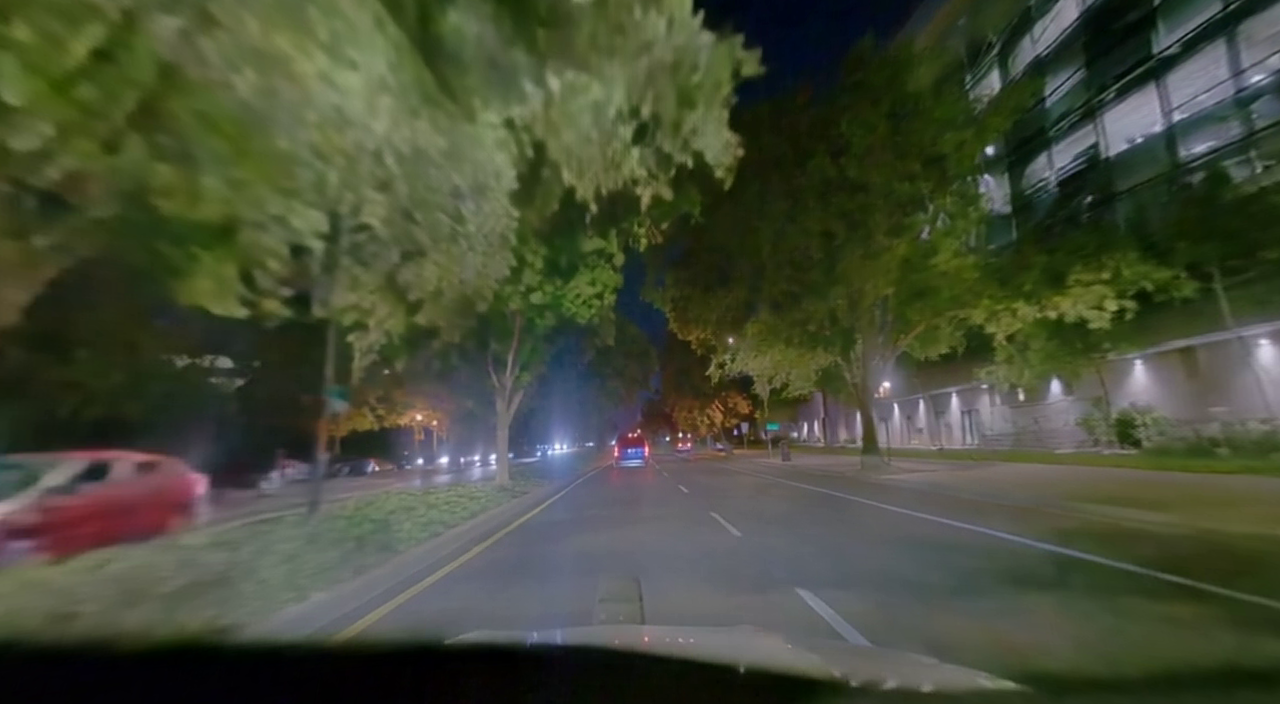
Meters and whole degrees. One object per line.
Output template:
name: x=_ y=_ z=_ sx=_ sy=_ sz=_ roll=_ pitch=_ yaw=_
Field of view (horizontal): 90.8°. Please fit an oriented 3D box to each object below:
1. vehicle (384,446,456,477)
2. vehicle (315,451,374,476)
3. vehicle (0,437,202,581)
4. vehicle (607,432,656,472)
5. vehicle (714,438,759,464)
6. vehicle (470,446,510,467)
vehicle: x=-11.391 y=5.692 z=33.106 sx=2.013 sy=1.460 sz=4.902 roll=0 pitch=-9 yaw=0
vehicle: x=-18.502 y=6.981 z=39.776 sx=1.796 sy=1.499 sz=4.068 roll=0 pitch=-9 yaw=-1
vehicle: x=-7.634 y=1.748 z=7.330 sx=1.964 sy=1.478 sz=4.368 roll=0 pitch=-9 yaw=0
vehicle: x=-0.450 y=5.334 z=33.879 sx=2.411 sy=1.937 sz=5.186 roll=0 pitch=-9 yaw=-1
vehicle: x=6.926 y=7.200 z=45.933 sx=2.364 sy=1.781 sz=4.854 roll=0 pitch=-9 yaw=-1
vehicle: x=-10.732 y=7.495 z=45.475 sx=1.950 sy=1.438 sz=4.343 roll=0 pitch=-9 yaw=-2
